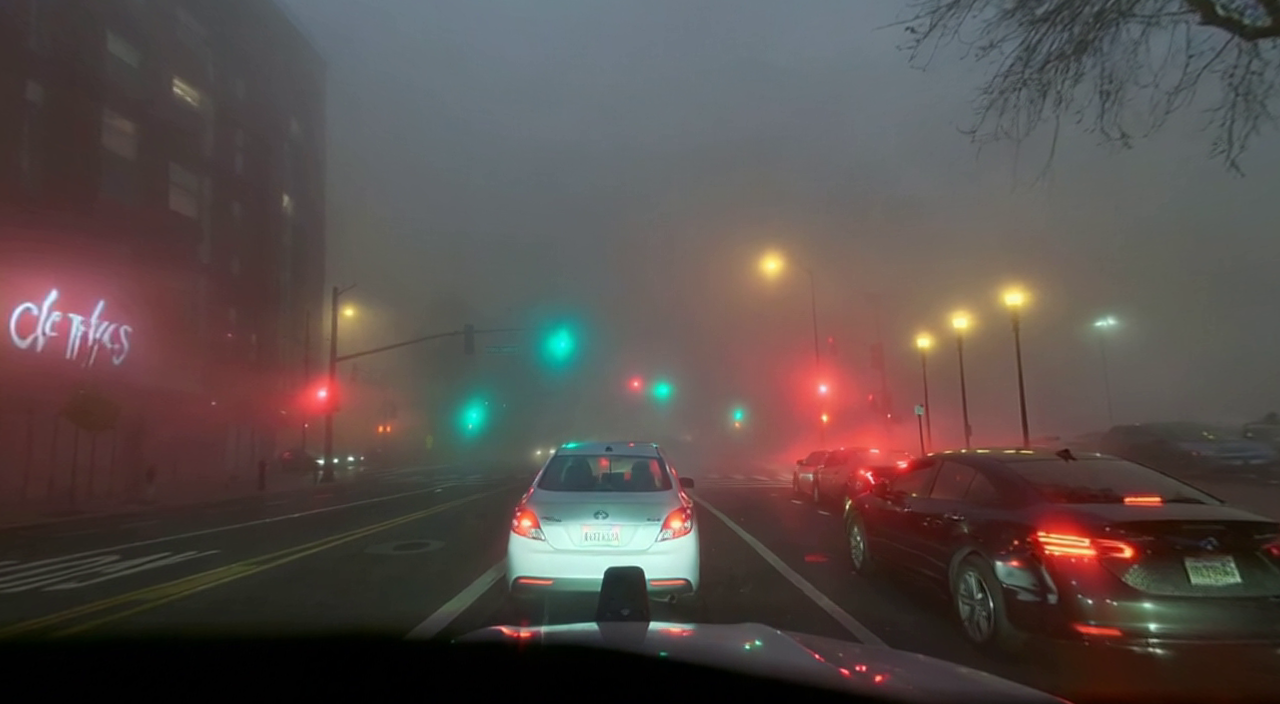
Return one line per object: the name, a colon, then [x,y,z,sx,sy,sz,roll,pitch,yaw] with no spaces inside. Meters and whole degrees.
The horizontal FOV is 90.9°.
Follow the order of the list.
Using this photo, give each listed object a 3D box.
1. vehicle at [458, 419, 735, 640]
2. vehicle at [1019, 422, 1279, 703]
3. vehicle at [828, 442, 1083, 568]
vehicle: [-0.284,1.491,6.227,1.888,1.489,3.703,0,-8,0]
vehicle: [3.179,0.828,1.110,2.006,1.496,4.767,0,-9,-1]
vehicle: [4.535,2.211,10.045,1.912,1.505,4.618,-1,-8,4]
